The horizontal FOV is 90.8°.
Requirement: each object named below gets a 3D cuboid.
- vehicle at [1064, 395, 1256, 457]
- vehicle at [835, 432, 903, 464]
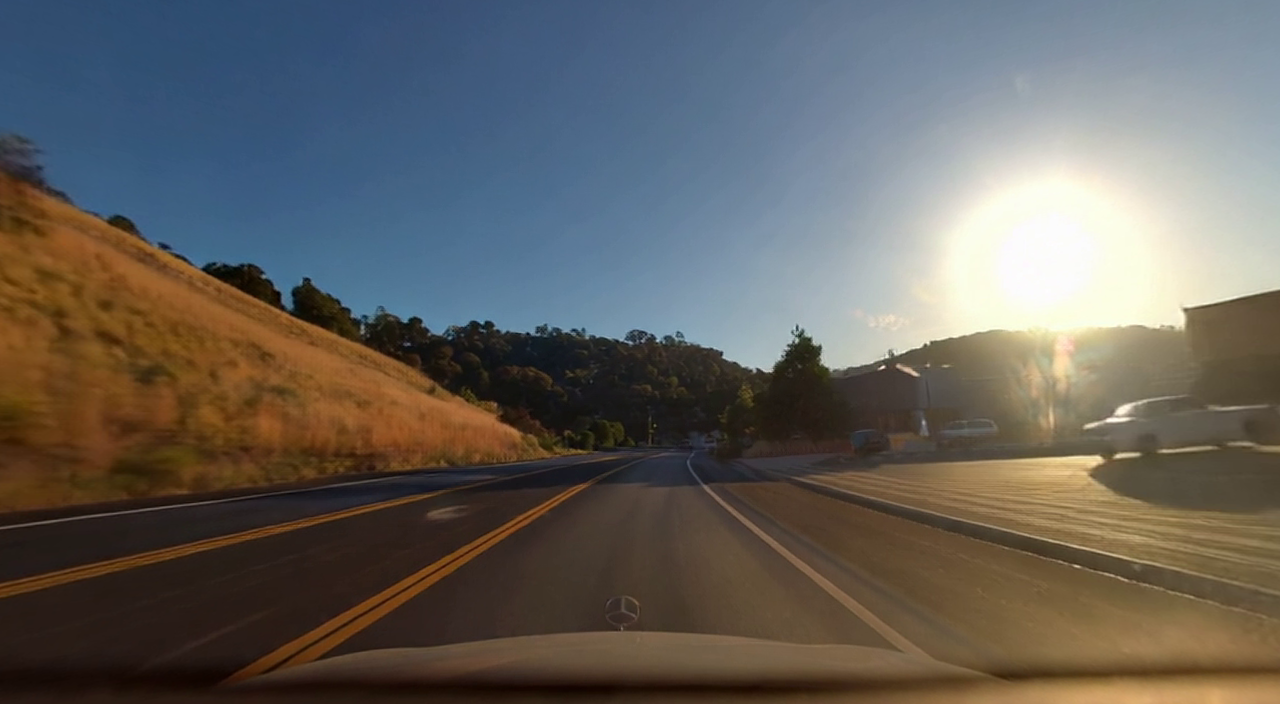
[{"bbox_3d":[17.385,2.602,21.544,2.098,1.872,4.777,1,-9,-7],"label":"vehicle"},{"bbox_3d":[14.896,6.336,41.444,2.352,1.872,5.103,0,-11,-2],"label":"vehicle"}]
